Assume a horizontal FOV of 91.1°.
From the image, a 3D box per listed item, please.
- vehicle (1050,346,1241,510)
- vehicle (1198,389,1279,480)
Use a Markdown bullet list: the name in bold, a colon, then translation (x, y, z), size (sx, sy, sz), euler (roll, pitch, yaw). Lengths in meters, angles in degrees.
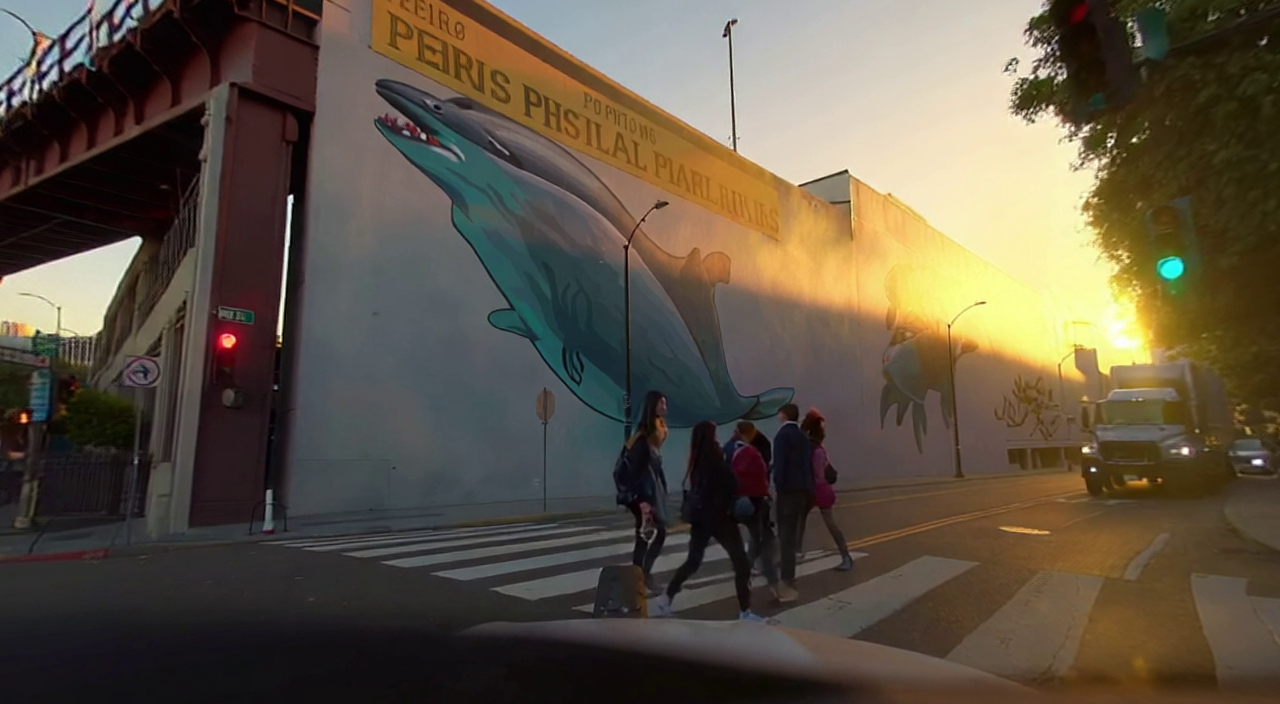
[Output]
- **vehicle**: translation (15.758, 2.387, 19.224), size (9.347, 3.893, 2.849), euler (7, -11, -42)
- **vehicle**: translation (32.712, 4.439, 33.448), size (12.015, 4.103, 2.920), euler (8, -11, -43)
